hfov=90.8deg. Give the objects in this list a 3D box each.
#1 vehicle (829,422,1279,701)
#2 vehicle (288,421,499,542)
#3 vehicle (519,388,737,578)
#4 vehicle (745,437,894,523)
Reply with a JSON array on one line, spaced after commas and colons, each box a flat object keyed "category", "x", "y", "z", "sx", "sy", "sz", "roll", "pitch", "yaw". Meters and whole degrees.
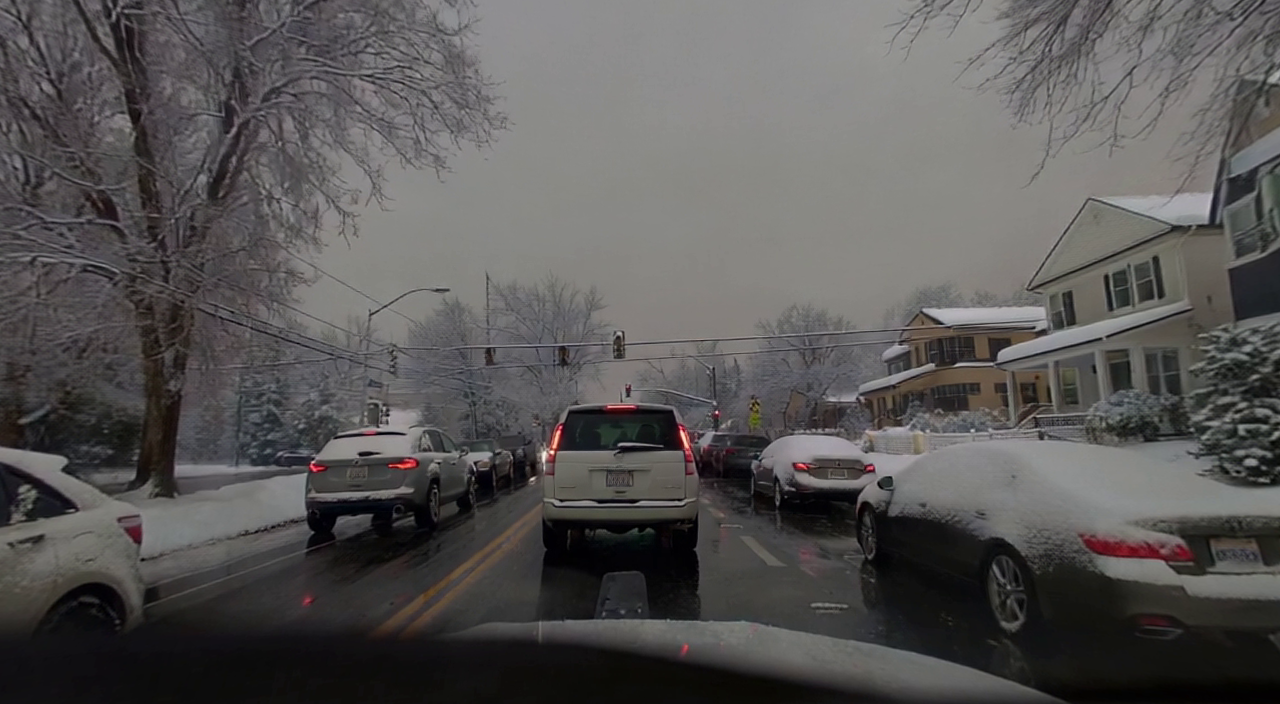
[{"category": "vehicle", "x": 3.468, "y": 1.465, "z": 5.771, "sx": 1.977, "sy": 1.480, "sz": 4.589, "roll": 0, "pitch": -8, "yaw": -1}, {"category": "vehicle", "x": -3.721, "y": 2.019, "z": 10.512, "sx": 1.864, "sy": 1.576, "sz": 4.324, "roll": 0, "pitch": -8, "yaw": -2}, {"category": "vehicle", "x": -0.212, "y": 1.609, "z": 8.493, "sx": 2.164, "sy": 1.867, "sz": 4.254, "roll": 0, "pitch": -8, "yaw": -3}, {"category": "vehicle", "x": 3.470, "y": 2.523, "z": 13.050, "sx": 1.880, "sy": 1.476, "sz": 3.932, "roll": 0, "pitch": -8, "yaw": 0}]
